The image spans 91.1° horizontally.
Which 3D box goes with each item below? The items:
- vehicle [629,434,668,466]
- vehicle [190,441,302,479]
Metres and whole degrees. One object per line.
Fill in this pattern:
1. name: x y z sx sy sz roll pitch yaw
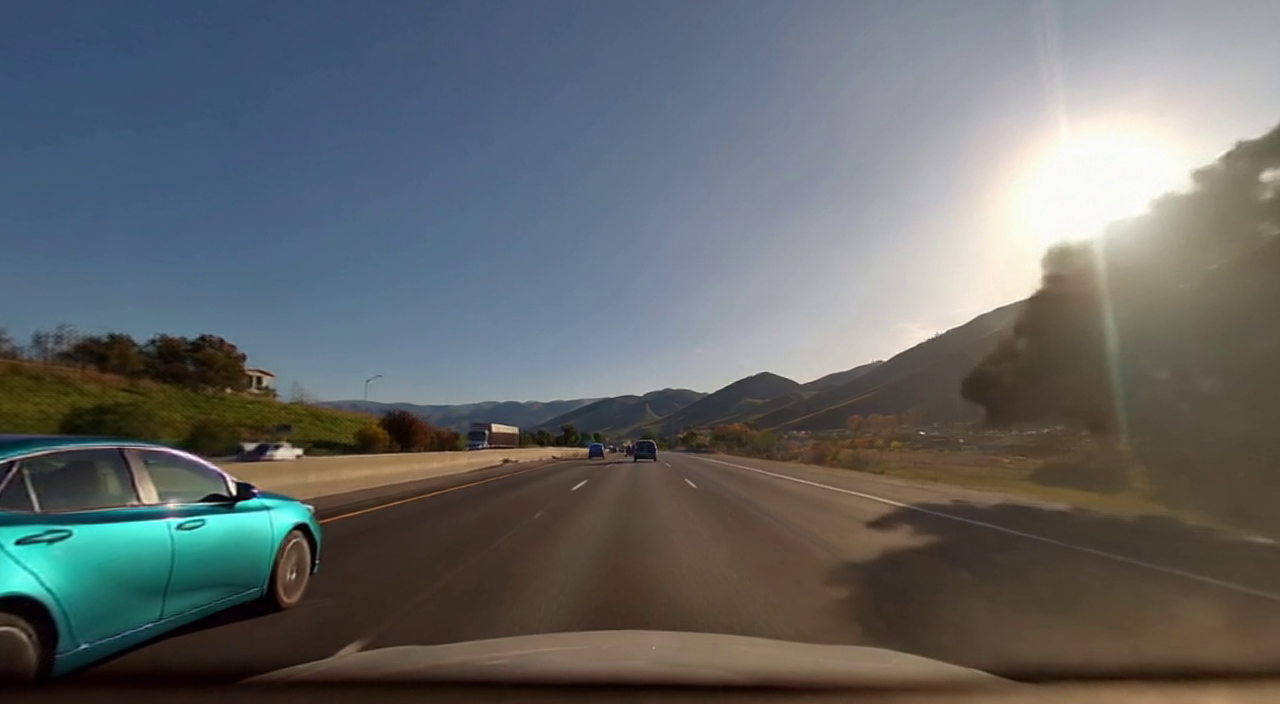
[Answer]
1. vehicle: 0.503 6.122 39.361 2.272 1.836 4.866 0 -8 0
2. vehicle: -17.675 4.837 28.507 1.939 1.540 4.874 0 -8 0
